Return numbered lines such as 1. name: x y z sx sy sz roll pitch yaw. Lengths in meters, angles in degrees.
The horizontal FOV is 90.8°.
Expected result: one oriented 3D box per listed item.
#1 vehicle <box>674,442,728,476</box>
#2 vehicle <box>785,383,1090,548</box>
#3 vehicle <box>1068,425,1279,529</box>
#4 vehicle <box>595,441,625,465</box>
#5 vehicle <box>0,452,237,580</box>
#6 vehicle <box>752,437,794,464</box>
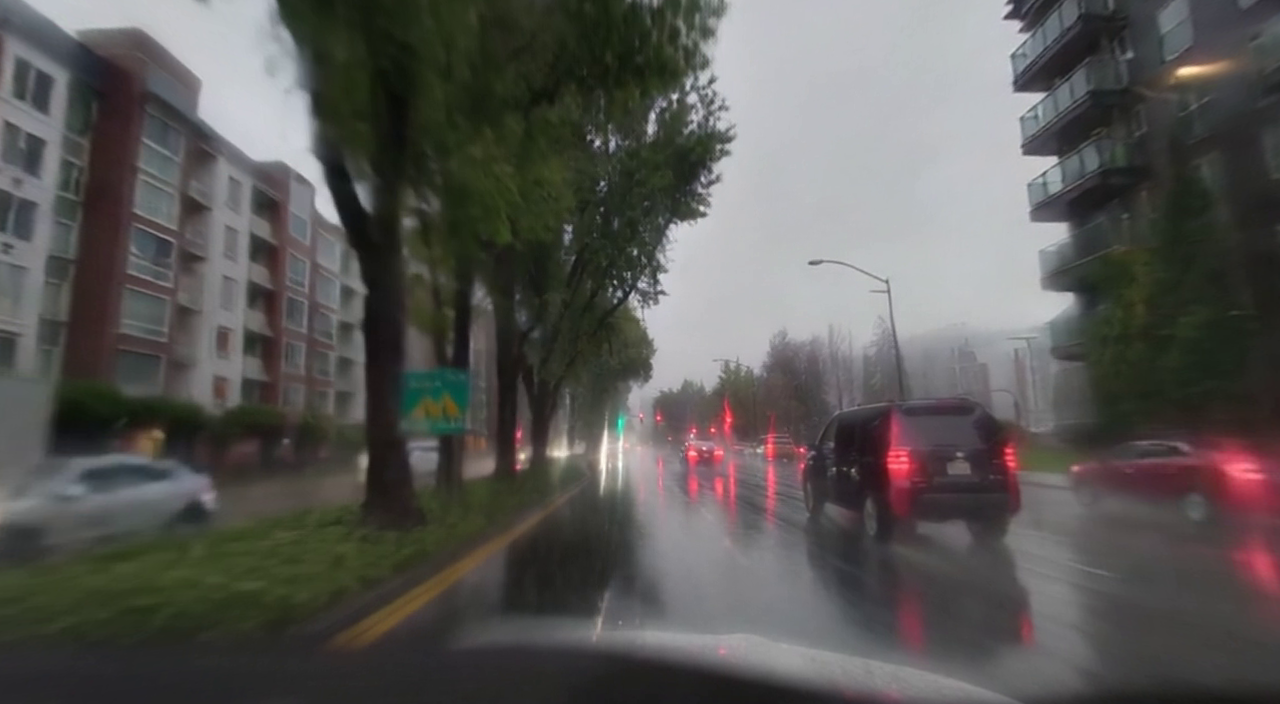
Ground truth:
1. vehicle: 2.782 5.013 29.803 2.003 1.480 4.494 0 -9 -1
2. vehicle: 4.314 1.831 10.706 2.427 2.017 5.763 0 -9 1
3. vehicle: 10.151 2.092 10.997 2.134 1.472 4.519 0 -9 -2
4. vehicle: -2.298 7.577 47.586 2.065 1.716 4.265 1 -9 -5
5. vehicle: -8.678 2.323 9.789 1.949 1.503 4.388 0 -9 0
6. vehicle: 9.547 7.123 45.778 2.064 1.837 4.724 0 -9 0
